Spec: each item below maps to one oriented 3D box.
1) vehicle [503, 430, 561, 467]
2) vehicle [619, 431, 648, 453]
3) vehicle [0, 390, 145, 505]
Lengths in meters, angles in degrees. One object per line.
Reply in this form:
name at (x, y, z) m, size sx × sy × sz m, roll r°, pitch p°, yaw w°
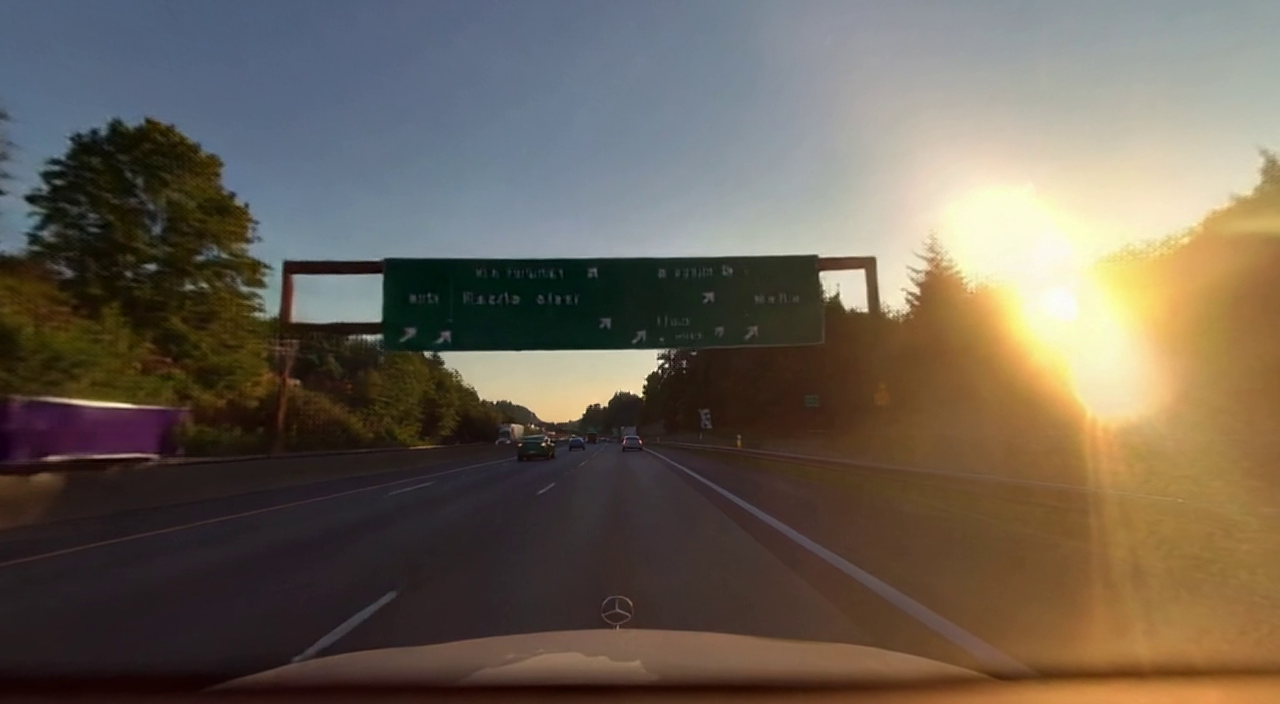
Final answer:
vehicle at (-4.712, 4.255, 28.039) m, size 1.959 × 1.514 × 3.668 m, roll 0°, pitch -8°, yaw -1°
vehicle at (-0.517, 6.774, 47.669) m, size 2.139 × 1.561 × 4.060 m, roll 0°, pitch -8°, yaw -1°
vehicle at (-17.386, 2.557, 17.005) m, size 2.615 × 2.860 × 6.648 m, roll 0°, pitch -8°, yaw -1°
